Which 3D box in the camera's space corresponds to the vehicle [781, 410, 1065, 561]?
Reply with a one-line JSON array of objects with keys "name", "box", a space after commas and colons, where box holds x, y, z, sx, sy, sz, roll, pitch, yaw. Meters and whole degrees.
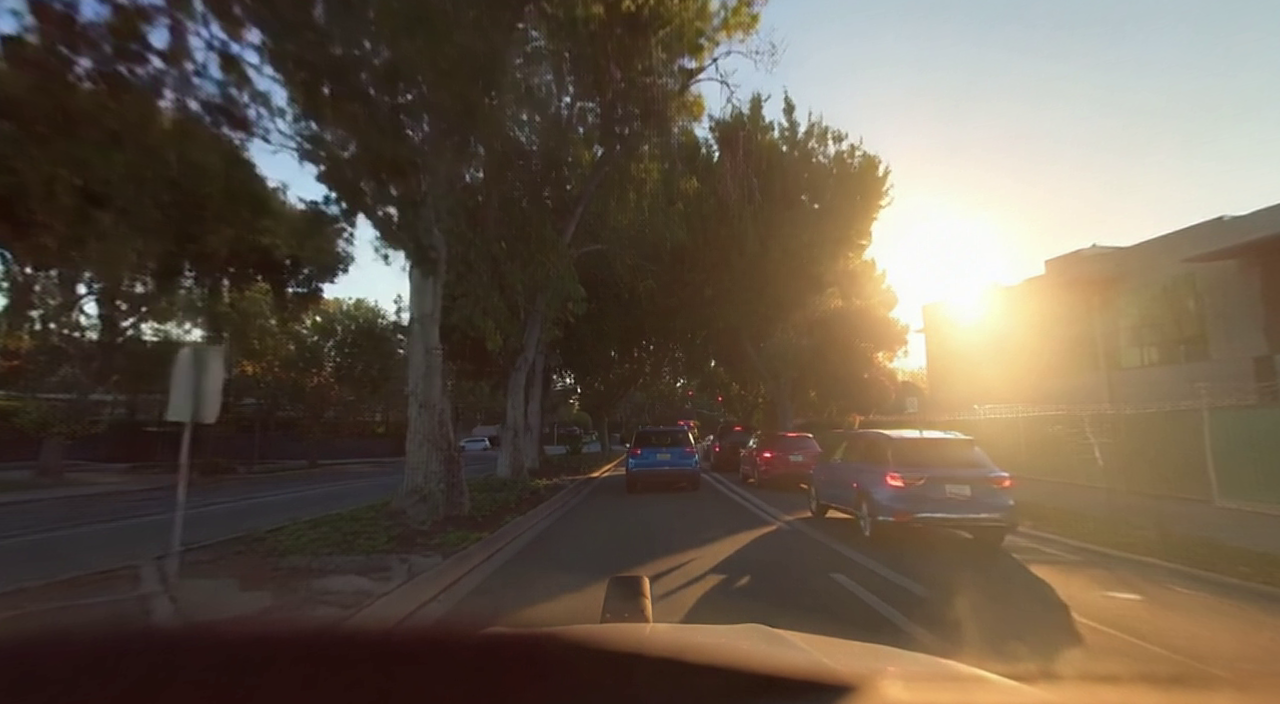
[{"name": "vehicle", "box": [3.784, 1.891, 9.703, 2.138, 1.699, 4.852, 0, -8, 0]}]

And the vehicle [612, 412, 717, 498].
[{"name": "vehicle", "box": [0.621, 2.665, 16.523, 2.386, 1.947, 4.168, -1, -8, 2]}]
